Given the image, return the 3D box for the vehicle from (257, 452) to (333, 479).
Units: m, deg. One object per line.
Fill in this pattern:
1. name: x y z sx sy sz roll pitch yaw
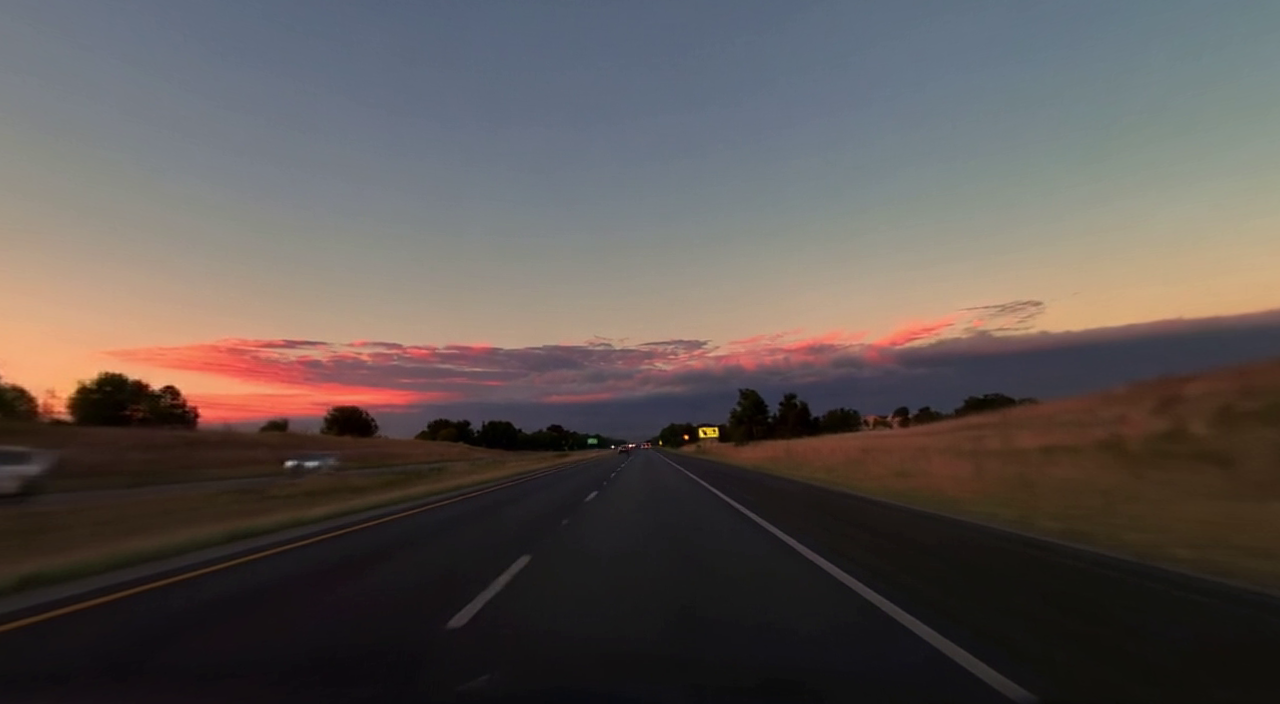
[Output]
1. vehicle: -20.518 6.741 37.748 1.851 1.476 4.698 0 -8 0
